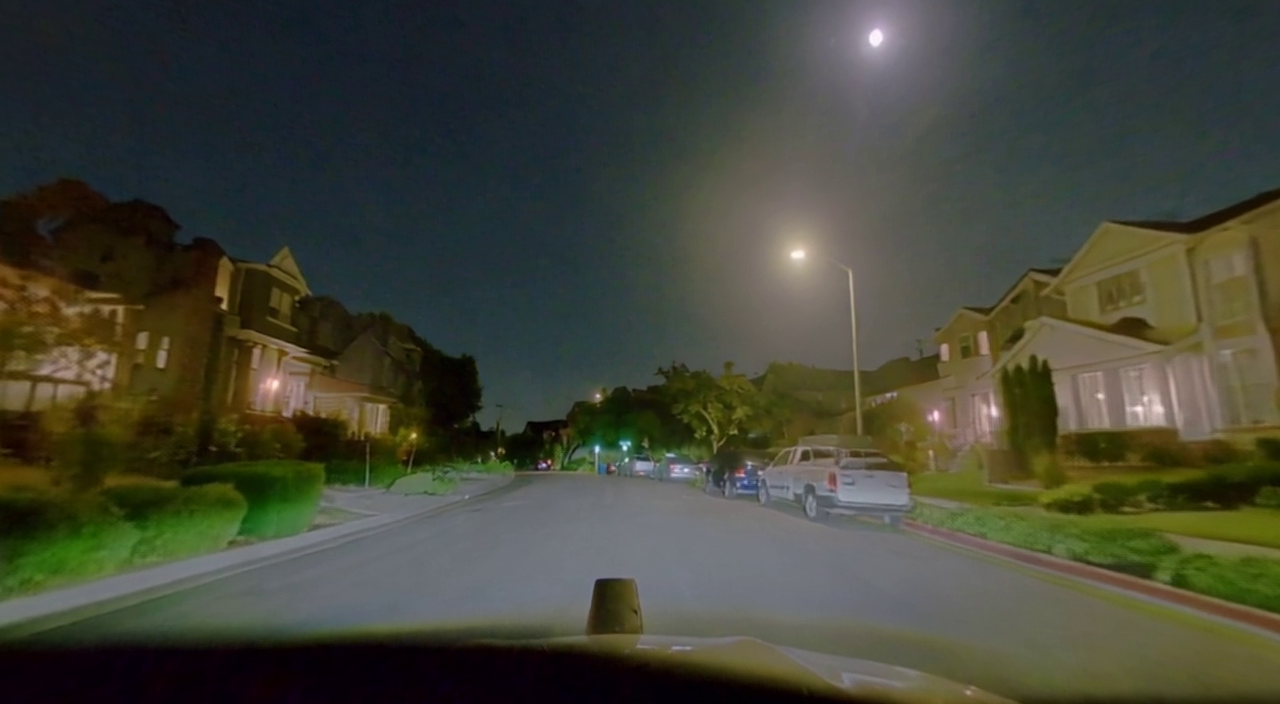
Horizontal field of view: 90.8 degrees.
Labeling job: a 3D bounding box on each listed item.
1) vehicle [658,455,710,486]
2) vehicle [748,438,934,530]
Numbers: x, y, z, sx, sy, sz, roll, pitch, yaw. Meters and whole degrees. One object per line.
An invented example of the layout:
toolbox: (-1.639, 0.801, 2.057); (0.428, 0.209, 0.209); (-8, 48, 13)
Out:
vehicle: (2.774, 7.675, 41.150); (2.111, 1.771, 4.942); (2, -9, -12)
vehicle: (4.875, 3.374, 16.803); (2.715, 1.900, 6.163); (2, -10, -2)
